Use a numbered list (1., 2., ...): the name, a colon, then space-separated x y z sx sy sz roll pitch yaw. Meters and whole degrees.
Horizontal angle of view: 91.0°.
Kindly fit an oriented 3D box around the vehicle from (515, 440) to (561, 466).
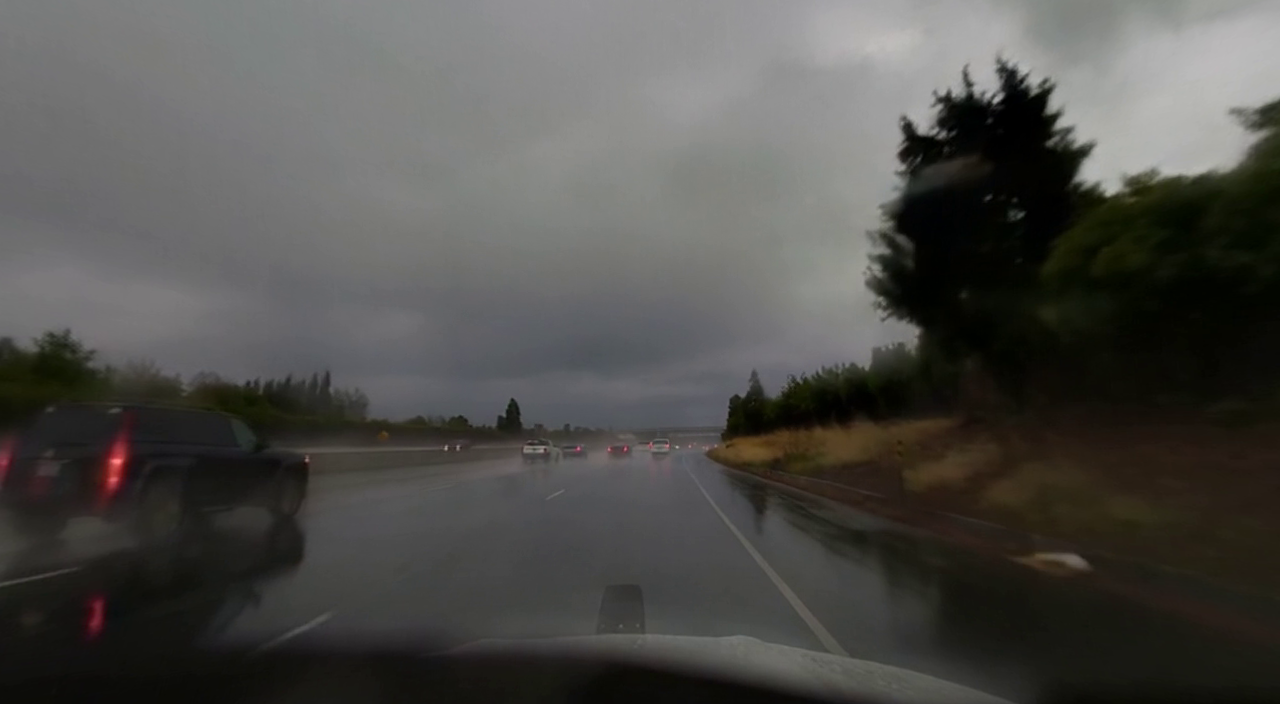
1. vehicle: -6.449 6.419 40.301 1.986 1.534 4.255 0 -8 4

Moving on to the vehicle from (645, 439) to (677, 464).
1. vehicle: 1.576 7.109 45.115 2.141 1.706 4.065 0 -8 4

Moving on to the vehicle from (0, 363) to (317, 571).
1. vehicle: -7.241 1.488 8.701 2.438 1.967 5.596 0 -8 2
